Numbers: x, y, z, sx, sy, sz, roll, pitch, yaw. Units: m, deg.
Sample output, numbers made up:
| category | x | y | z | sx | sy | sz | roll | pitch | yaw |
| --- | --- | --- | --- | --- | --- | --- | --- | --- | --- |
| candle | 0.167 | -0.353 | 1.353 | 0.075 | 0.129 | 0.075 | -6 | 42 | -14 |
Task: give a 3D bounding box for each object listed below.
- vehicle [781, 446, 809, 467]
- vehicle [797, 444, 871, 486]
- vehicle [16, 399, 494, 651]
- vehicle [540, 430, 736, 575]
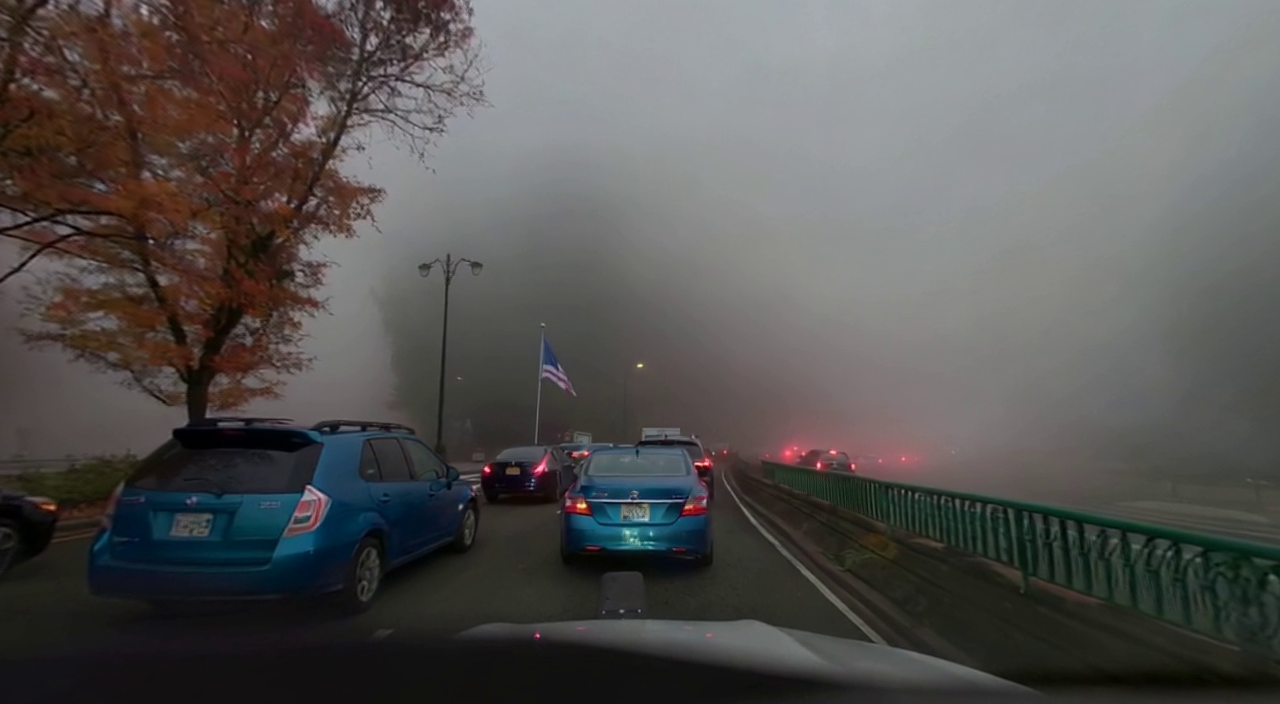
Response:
| category | x | y | z | sx | sy | sz | roll | pitch | yaw |
| --- | --- | --- | --- | --- | --- | --- | --- | --- | --- |
| vehicle | 12.205 | 8.268 | 49.800 | 1.944 | 1.544 | 4.301 | -1 | -9 | 12 |
| vehicle | 8.109 | 4.736 | 26.741 | 2.011 | 1.610 | 4.568 | 0 | -9 | 5 |
| vehicle | -3.075 | 1.465 | 6.384 | 1.988 | 1.635 | 4.260 | 0 | -9 | 3 |
| vehicle | 0.096 | 1.927 | 8.919 | 2.090 | 1.506 | 4.276 | 0 | -9 | 3 |
